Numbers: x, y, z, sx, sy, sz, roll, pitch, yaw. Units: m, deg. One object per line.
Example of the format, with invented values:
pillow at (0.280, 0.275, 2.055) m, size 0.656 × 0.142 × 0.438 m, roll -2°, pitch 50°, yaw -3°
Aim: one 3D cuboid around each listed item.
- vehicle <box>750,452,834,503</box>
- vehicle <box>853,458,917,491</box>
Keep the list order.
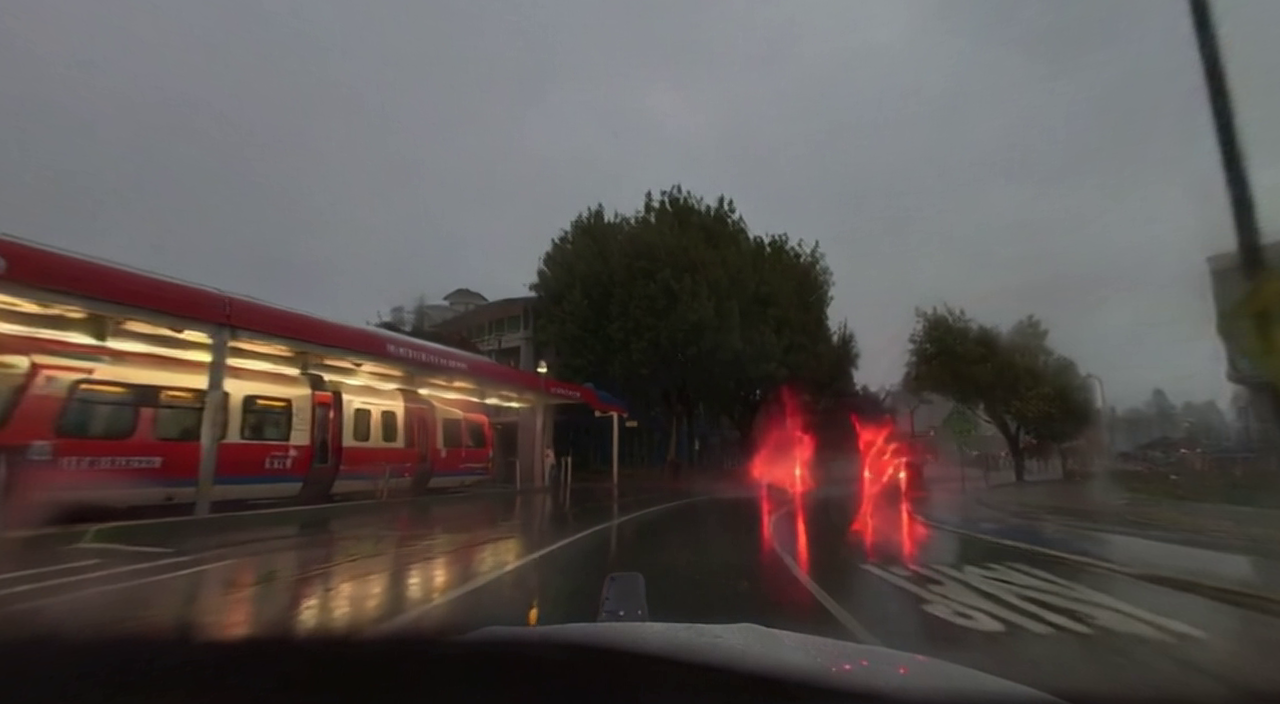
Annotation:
vehicle at (6.104, 4.886, 25.083) m, size 2.263 × 1.765 × 4.237 m, roll -4°, pitch -10°, yaw 27°
vehicle at (14.517, 7.179, 37.375) m, size 2.010 × 1.725 × 4.320 m, roll -8°, pitch -12°, yaw 42°
